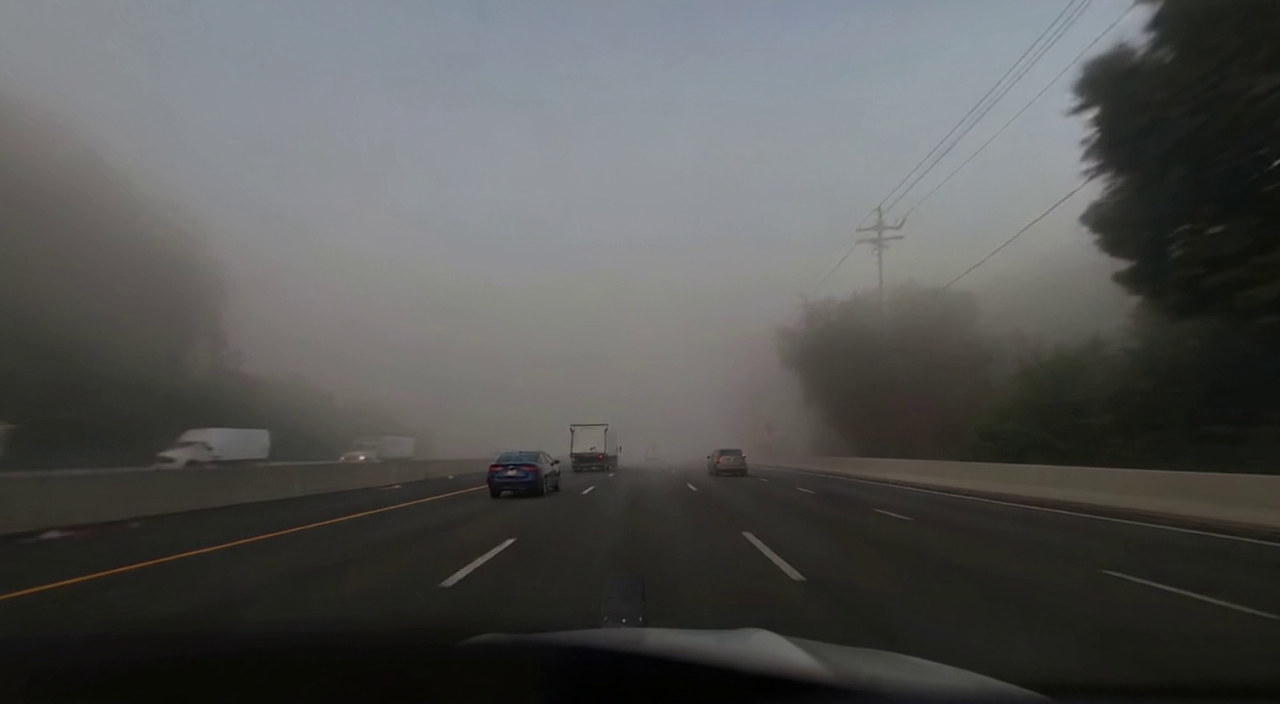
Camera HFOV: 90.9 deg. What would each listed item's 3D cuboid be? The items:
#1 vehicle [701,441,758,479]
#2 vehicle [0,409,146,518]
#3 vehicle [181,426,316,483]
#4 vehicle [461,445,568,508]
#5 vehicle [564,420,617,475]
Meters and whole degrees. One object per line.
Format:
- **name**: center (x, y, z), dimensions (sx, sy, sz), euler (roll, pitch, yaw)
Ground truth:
- **vehicle**: center (4.533, 5.542, 32.670), dimensions (2.214, 1.799, 4.627), euler (0, -9, -1)
- **vehicle**: center (-15.567, 2.602, 14.772), dimensions (2.430, 2.421, 6.683), euler (0, -9, 1)
- **vehicle**: center (-19.440, 5.147, 31.883), dimensions (2.216, 2.563, 6.917), euler (0, -9, 1)
- **vehicle**: center (-3.229, 3.294, 17.117), dimensions (2.004, 1.498, 4.043), euler (0, -9, 1)
- **vehicle**: center (-3.028, 6.146, 40.487), dimensions (2.632, 3.153, 6.879), euler (0, -9, 1)
